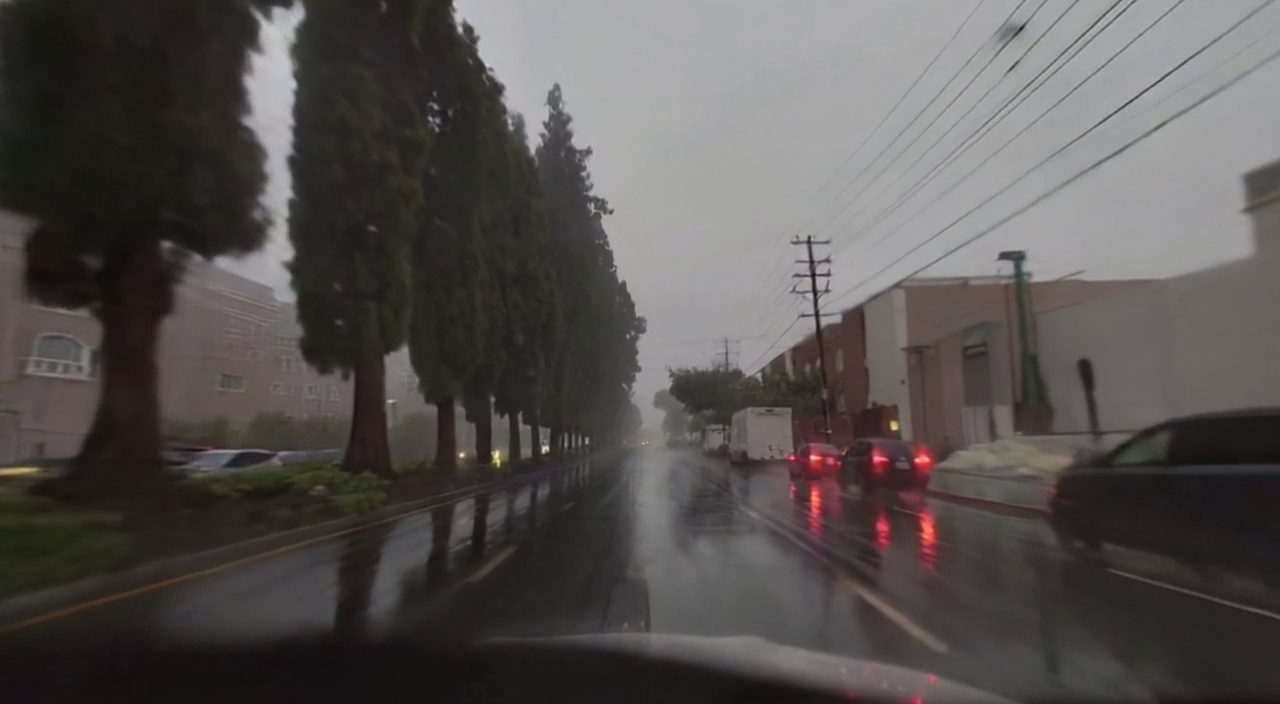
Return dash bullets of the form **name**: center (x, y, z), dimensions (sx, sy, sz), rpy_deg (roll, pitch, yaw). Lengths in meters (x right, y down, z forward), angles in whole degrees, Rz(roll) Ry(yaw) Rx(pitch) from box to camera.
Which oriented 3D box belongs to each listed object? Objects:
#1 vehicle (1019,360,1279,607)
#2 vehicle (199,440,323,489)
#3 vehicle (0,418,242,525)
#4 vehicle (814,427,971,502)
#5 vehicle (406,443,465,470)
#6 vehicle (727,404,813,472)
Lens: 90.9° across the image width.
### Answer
- **vehicle**: center (6.780, 1.221, 6.032), dimensions (2.563, 2.090, 6.077), rpy_deg (0, -9, 1)
- **vehicle**: center (-15.253, 4.495, 25.744), dimensions (1.932, 1.784, 4.751), rpy_deg (-1, -8, 3)
- **vehicle**: center (-12.042, 2.615, 14.370), dimensions (2.418, 1.978, 5.196), rpy_deg (0, -9, 1)
- **vehicle**: center (7.022, 3.205, 18.395), dimensions (2.258, 1.845, 5.381), rpy_deg (0, -9, -1)
- **vehicle**: center (-11.769, 6.032, 36.573), dimensions (1.853, 1.498, 4.465), rpy_deg (0, -9, 0)
- **vehicle**: center (7.034, 4.972, 35.701), dimensions (2.761, 3.342, 8.958), rpy_deg (0, -9, -1)
